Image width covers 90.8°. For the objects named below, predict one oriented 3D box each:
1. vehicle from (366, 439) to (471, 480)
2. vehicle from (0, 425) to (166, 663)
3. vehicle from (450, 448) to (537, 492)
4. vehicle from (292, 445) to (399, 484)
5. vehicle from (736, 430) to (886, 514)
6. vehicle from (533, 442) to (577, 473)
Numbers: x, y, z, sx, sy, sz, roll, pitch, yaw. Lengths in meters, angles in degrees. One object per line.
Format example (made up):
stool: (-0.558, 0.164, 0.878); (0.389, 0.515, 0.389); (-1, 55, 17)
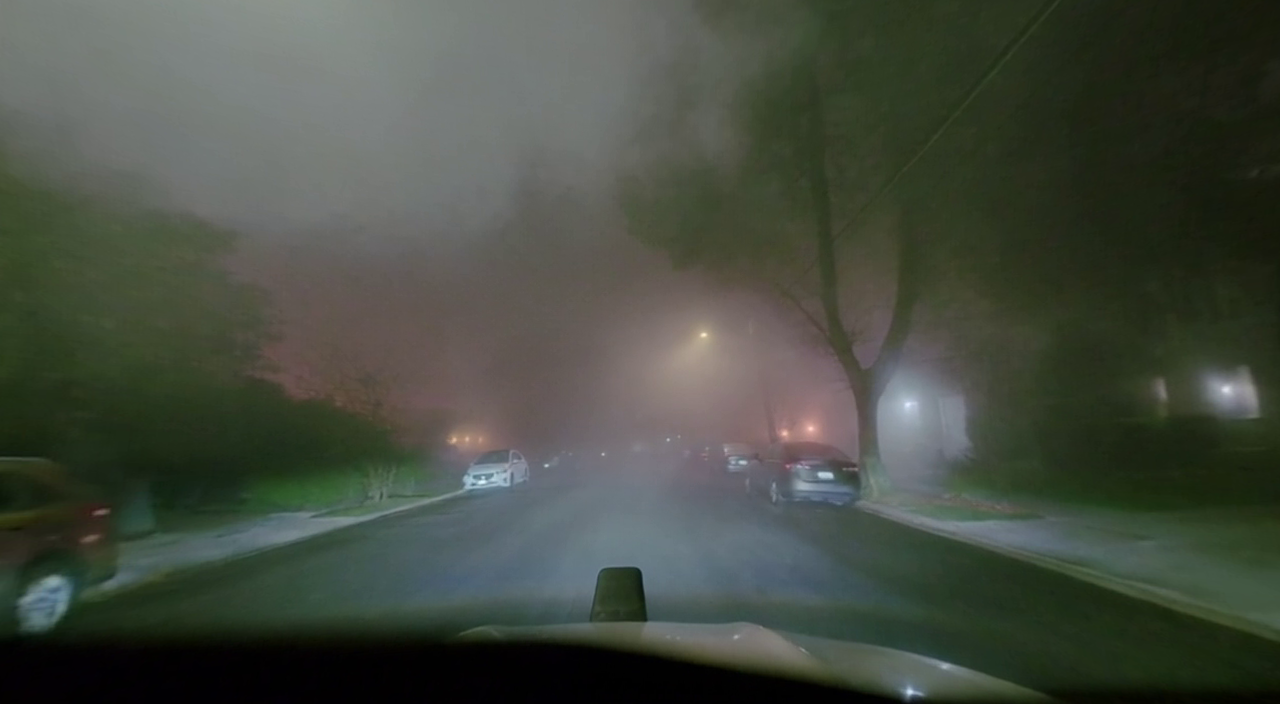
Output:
vehicle: (-12.531, 6.147, 36.066); (5.096, 2.213, 2.354); (1, -10, -3)
vehicle: (-5.803, 1.414, 4.164); (1.989, 1.756, 4.378); (-4, -9, 0)
vehicle: (-5.667, 4.618, 25.066); (2.199, 1.439, 4.757); (-3, -9, 2)
vehicle: (-15.651, 5.966, 33.722); (4.747, 1.899, 2.181); (-2, -7, 13)
vehicle: (3.786, 2.746, 15.037); (2.247, 1.618, 4.655); (2, -8, 0)
vehicle: (-5.573, 7.024, 41.915); (2.118, 1.753, 4.377); (-5, -10, 1)
